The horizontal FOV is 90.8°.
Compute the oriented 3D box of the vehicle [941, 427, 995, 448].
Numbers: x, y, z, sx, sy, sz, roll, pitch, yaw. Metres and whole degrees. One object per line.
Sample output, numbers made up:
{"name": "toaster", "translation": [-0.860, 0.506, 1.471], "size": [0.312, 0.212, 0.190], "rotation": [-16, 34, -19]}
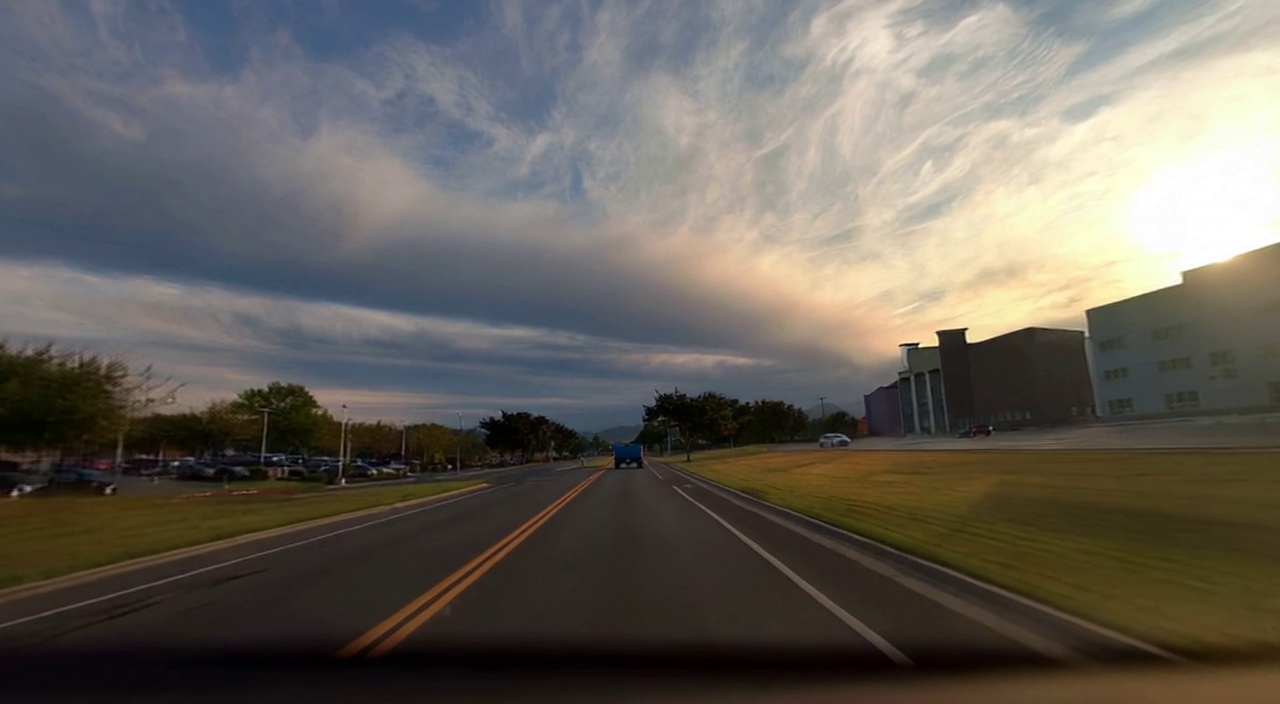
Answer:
{"name": "vehicle", "translation": [24.789, 6.514, 47.870], "size": [1.816, 1.517, 3.920], "rotation": [0, -9, -3]}

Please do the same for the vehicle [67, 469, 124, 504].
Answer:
{"name": "vehicle", "translation": [-27.295, 6.671, 31.628], "size": [1.896, 1.481, 4.448], "rotation": [8, -12, -42]}
